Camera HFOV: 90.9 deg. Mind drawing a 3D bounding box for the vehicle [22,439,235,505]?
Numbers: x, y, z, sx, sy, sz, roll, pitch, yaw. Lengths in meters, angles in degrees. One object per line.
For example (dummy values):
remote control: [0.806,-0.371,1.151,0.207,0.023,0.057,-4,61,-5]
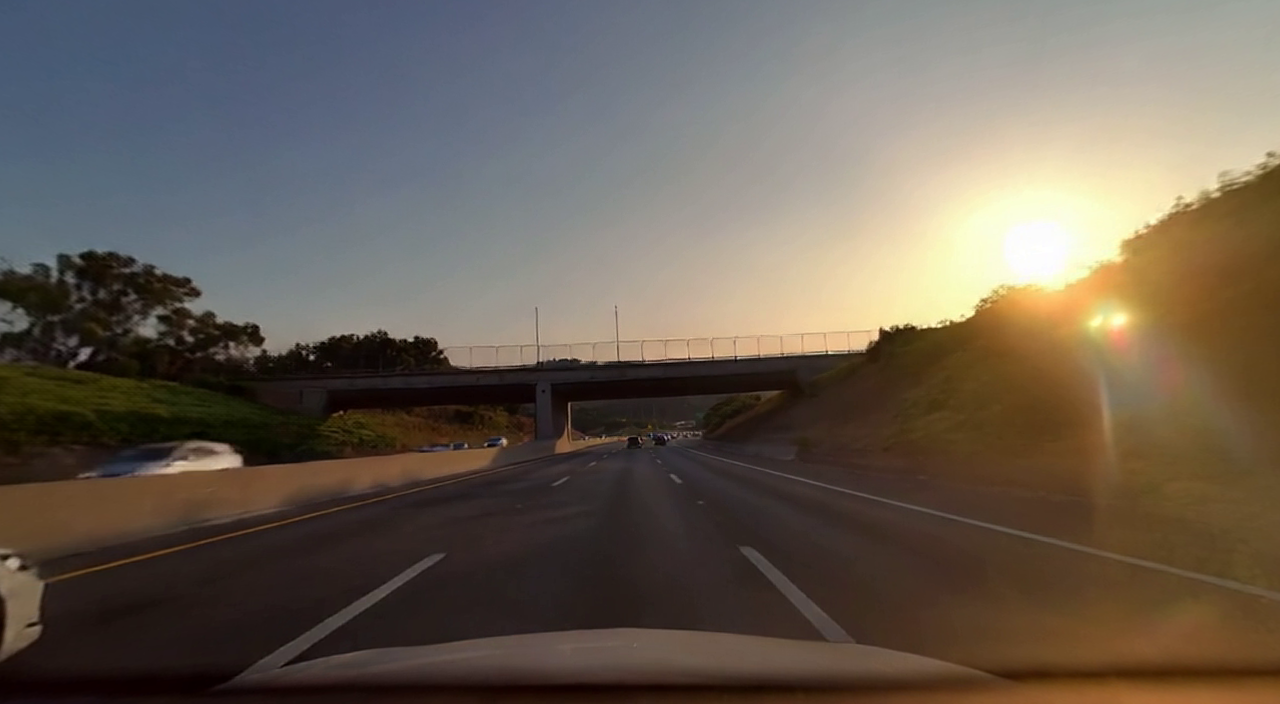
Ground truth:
vehicle: [-12.762,2.957,16.194,1.931,1.431,4.313,0,-8,-1]
